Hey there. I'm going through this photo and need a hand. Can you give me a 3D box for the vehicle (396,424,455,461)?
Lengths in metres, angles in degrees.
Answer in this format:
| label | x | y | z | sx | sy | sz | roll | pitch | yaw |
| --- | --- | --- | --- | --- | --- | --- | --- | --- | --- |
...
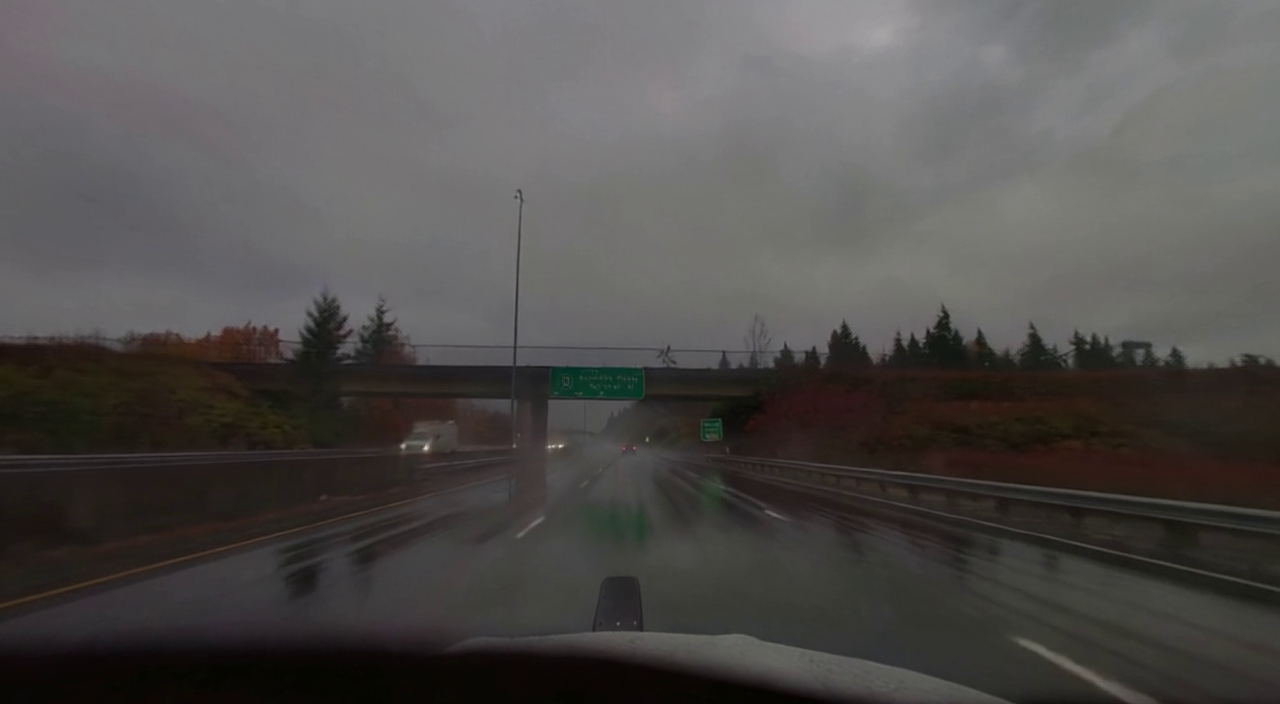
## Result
| label | x | y | z | sx | sy | sz | roll | pitch | yaw |
| --- | --- | --- | --- | --- | --- | --- | --- | --- | --- |
| vehicle | -15.714 | 6.712 | 46.275 | 2.424 | 2.516 | 5.610 | 0 | -9 | -1 |
